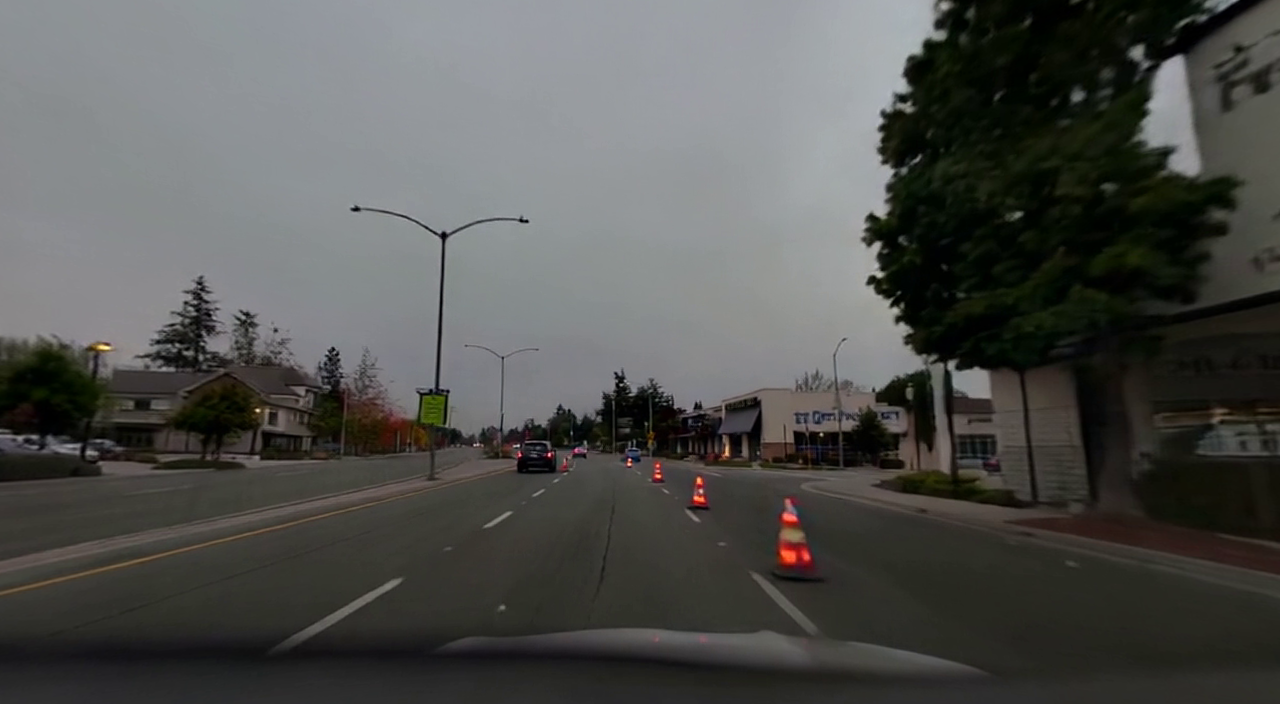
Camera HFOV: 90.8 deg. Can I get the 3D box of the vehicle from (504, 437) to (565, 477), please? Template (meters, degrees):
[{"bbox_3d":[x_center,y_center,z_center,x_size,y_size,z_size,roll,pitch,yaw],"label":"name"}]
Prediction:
[{"bbox_3d":[-4.884,4.957,29.945,2.381,1.721,4.186,0,-9,-4],"label":"vehicle"}]
